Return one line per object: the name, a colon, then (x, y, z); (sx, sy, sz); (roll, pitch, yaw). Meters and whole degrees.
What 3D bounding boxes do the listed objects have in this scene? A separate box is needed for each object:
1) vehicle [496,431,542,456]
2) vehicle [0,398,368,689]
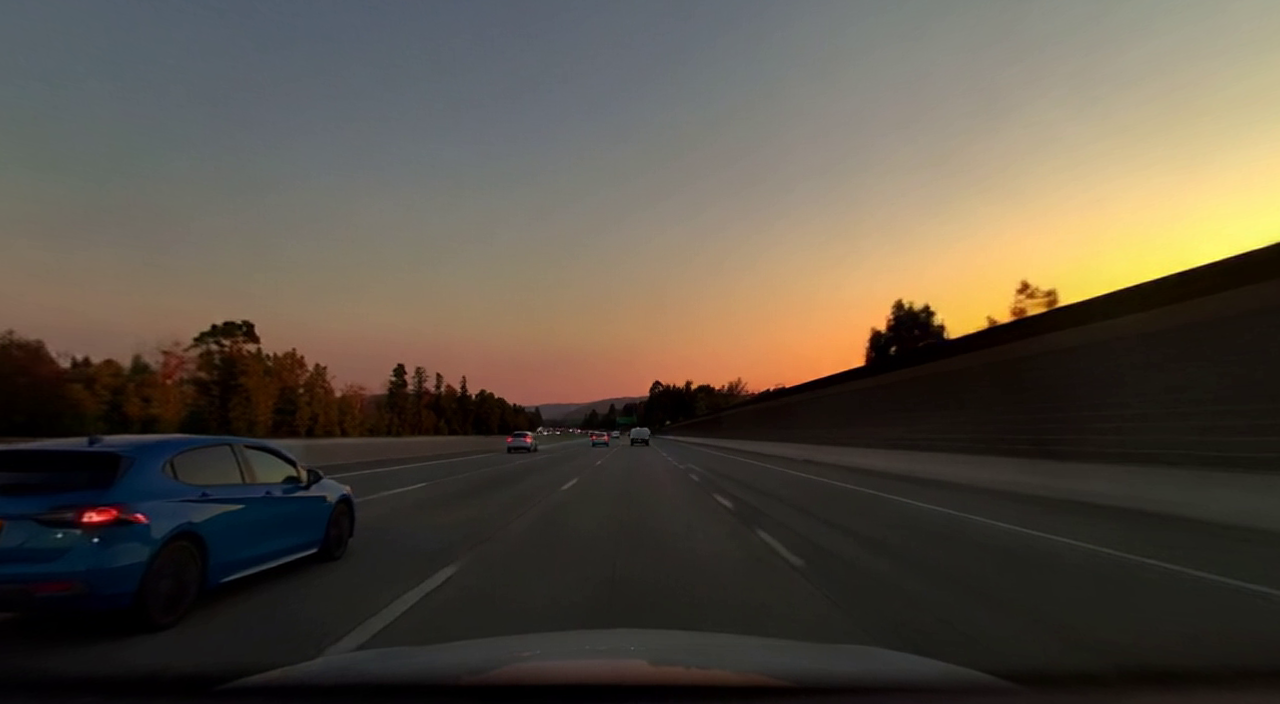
vehicle: (-8.004, 6.107, 42.093); (2.053, 1.582, 4.878); (0, -8, 1)
vehicle: (-4.219, 1.255, 5.278); (2.079, 1.500, 3.881); (0, -8, 1)
